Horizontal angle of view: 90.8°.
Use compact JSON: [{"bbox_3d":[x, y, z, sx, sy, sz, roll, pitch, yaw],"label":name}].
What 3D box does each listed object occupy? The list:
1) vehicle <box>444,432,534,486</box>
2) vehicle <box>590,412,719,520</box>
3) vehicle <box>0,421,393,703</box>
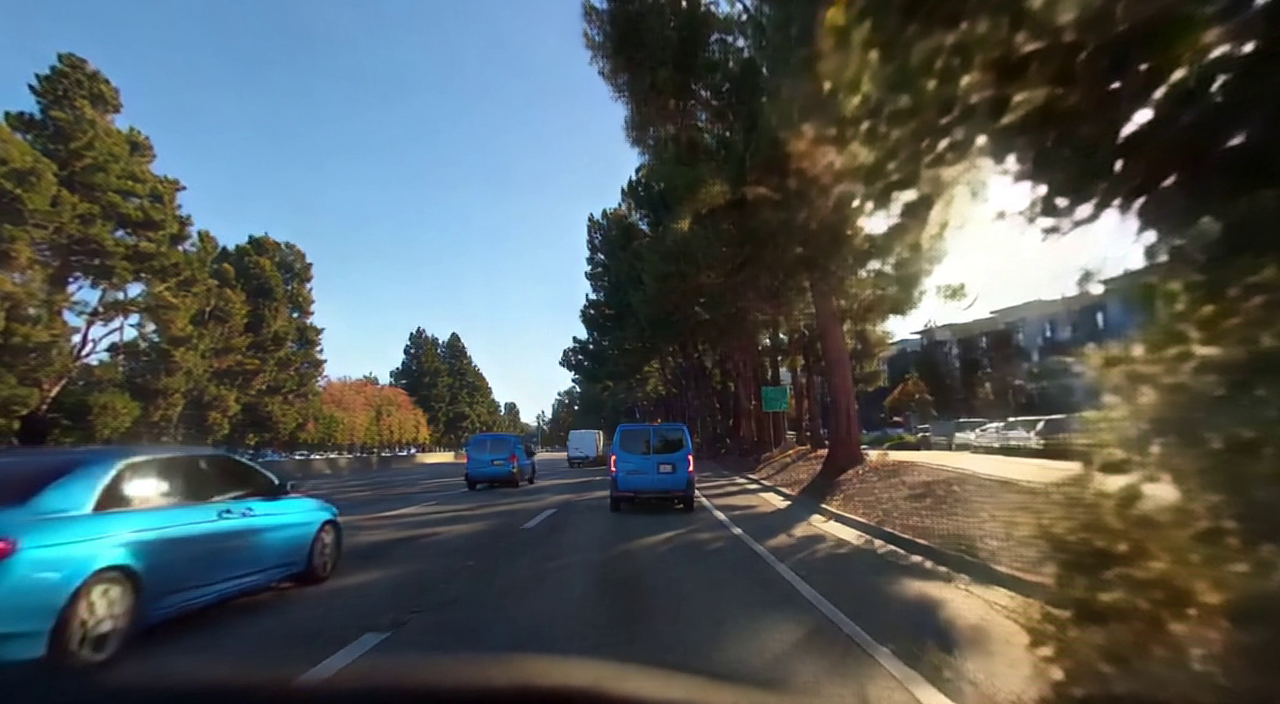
[{"bbox_3d":[-5.205,3.765,22.527,2.116,1.714,4.757,0,-9,-1],"label":"vehicle"},{"bbox_3d":[0.311,2.255,12.899,2.173,1.830,4.189,0,-9,2],"label":"vehicle"},{"bbox_3d":[-3.986,1.356,4.930,1.991,1.459,4.813,0,-9,3],"label":"vehicle"}]
